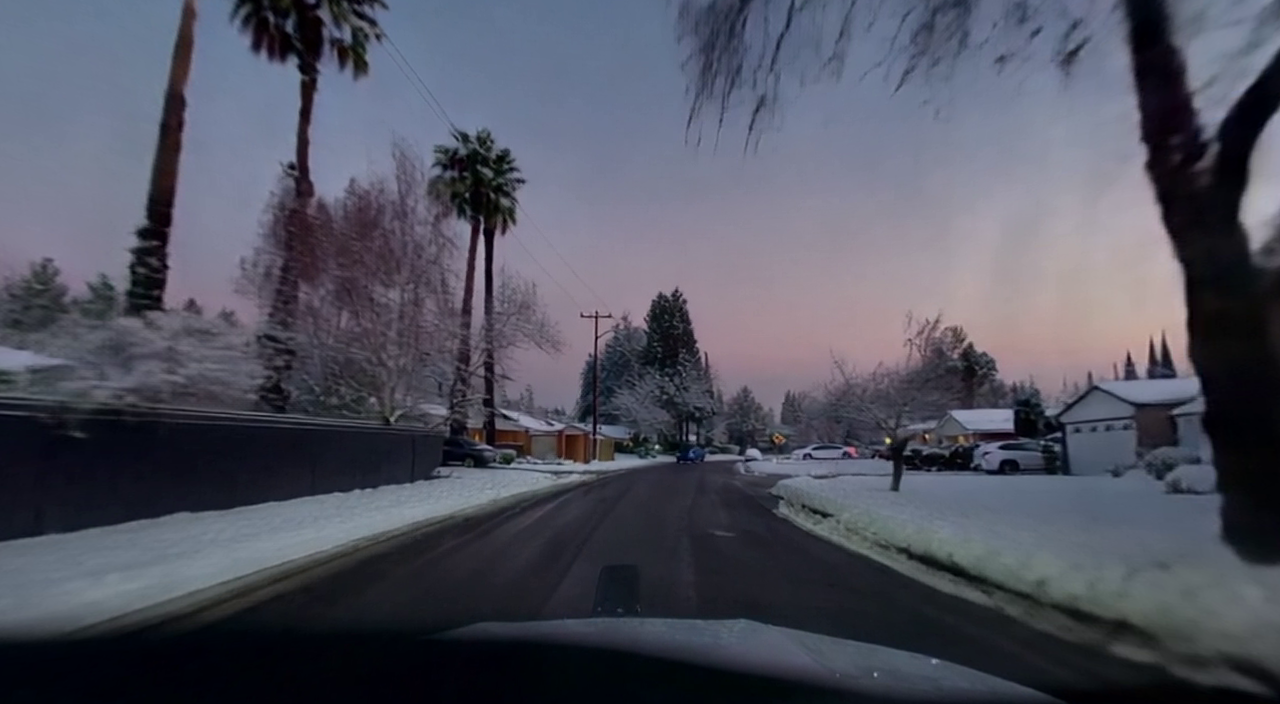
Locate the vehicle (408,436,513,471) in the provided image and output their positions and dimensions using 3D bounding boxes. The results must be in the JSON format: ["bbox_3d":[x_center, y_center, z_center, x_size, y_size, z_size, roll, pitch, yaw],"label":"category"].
[{"bbox_3d":[-10.522,5.976,37.283,5.497,1.983,2.191,-1,-9,5],"label":"vehicle"}]
